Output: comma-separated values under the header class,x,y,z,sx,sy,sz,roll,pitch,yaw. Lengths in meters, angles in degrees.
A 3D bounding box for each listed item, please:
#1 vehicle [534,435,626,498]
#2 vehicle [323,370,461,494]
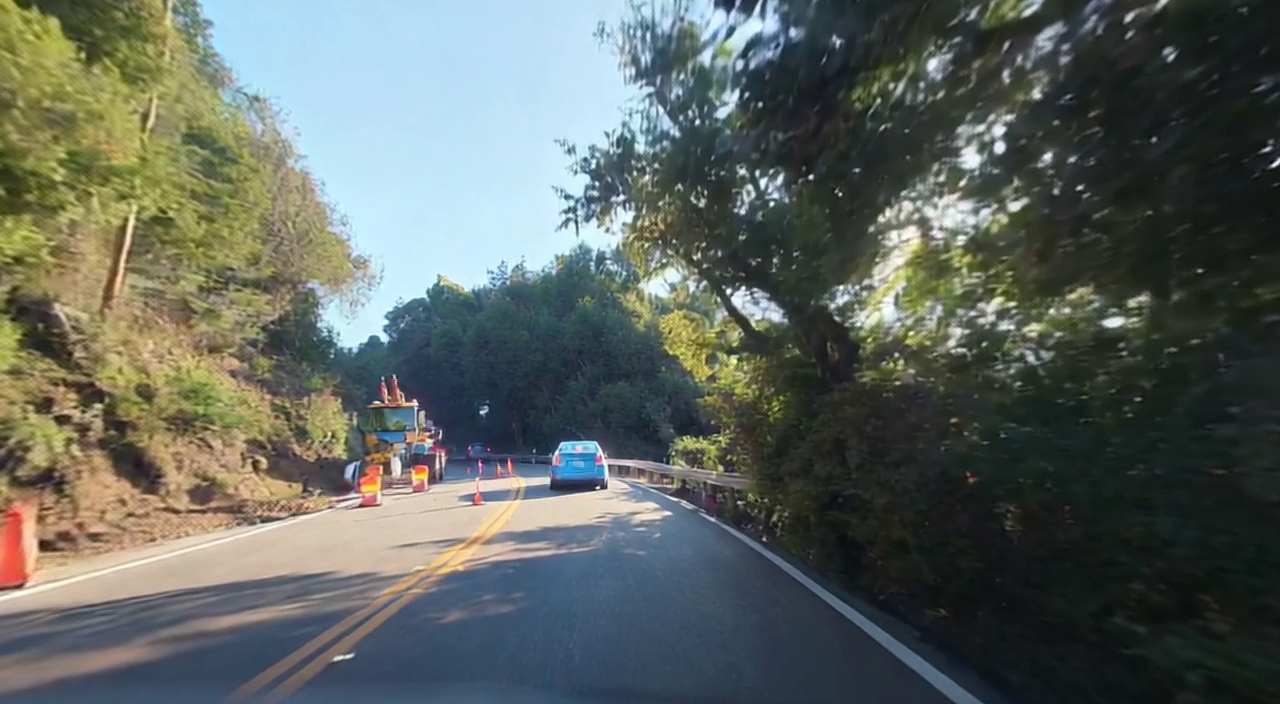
class,x,y,z,sx,sy,sz,roll,pitch,yaw
vehicle,-1.782,3.087,17.482,2.259,1.503,4.075,1,-8,-9
vehicle,-7.117,2.424,18.827,2.364,3.191,4.942,1,-8,-5
